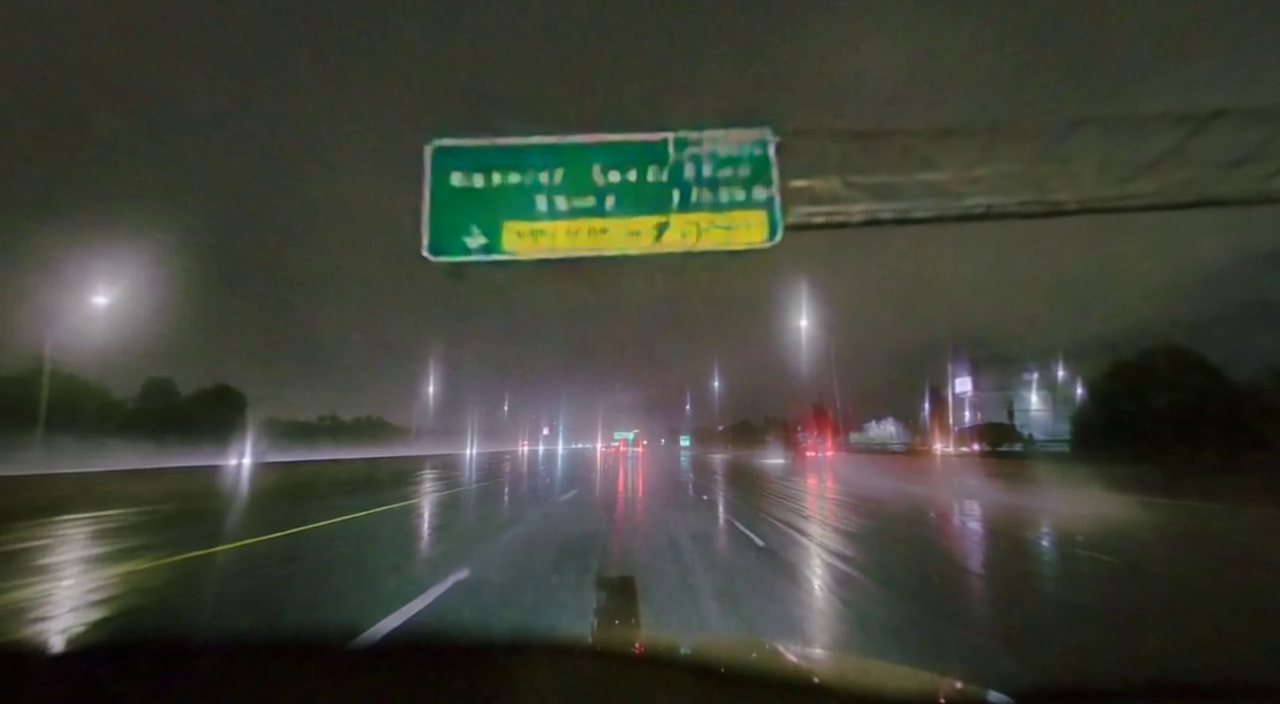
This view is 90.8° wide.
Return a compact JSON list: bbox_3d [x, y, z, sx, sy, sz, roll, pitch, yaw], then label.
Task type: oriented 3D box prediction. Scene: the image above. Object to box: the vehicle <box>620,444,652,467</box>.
[{"bbox_3d":[-0.359,7.203,44.104,2.118,1.466,4.165,0,-9,-2],"label":"vehicle"}]
